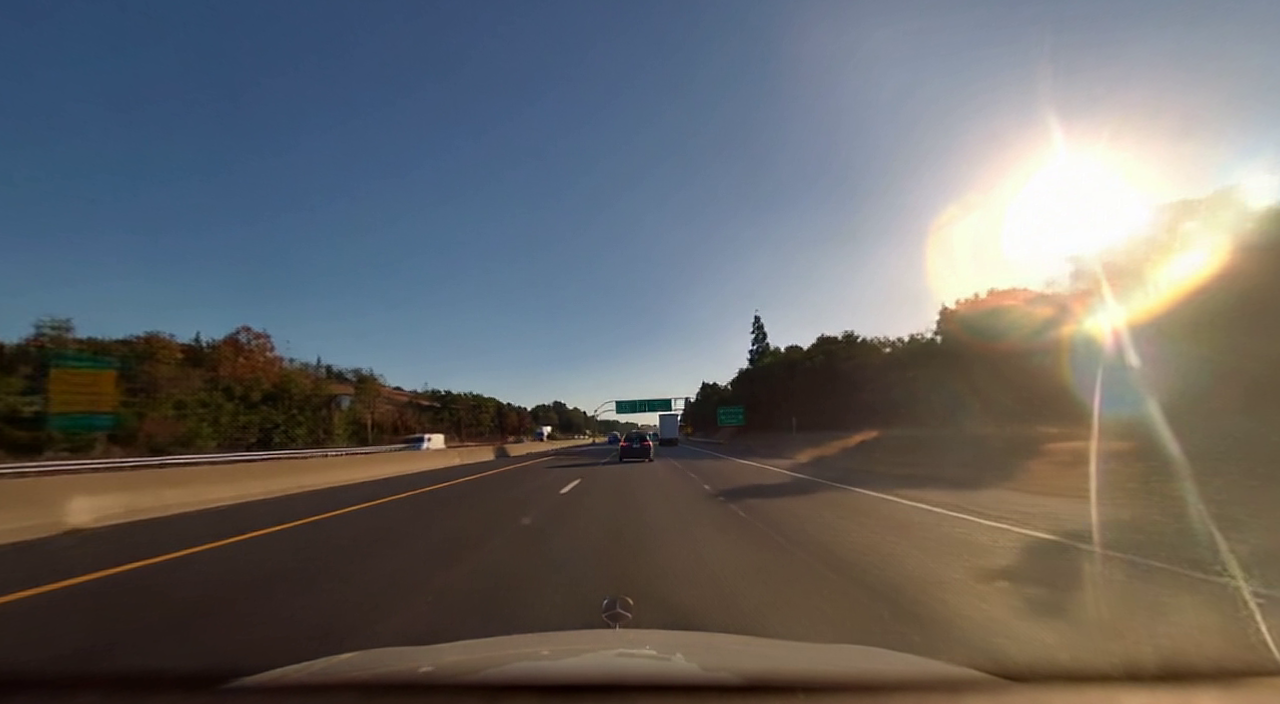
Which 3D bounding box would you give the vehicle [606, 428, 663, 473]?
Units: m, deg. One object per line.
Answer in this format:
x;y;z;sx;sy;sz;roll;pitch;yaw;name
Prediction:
-0.226;3.826;24.771;2.094;1.600;3.666;0;-8;-1;vehicle

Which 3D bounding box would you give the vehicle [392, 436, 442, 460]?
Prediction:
-15.914;6.858;45.302;1.992;1.625;4.290;0;-8;0;vehicle
